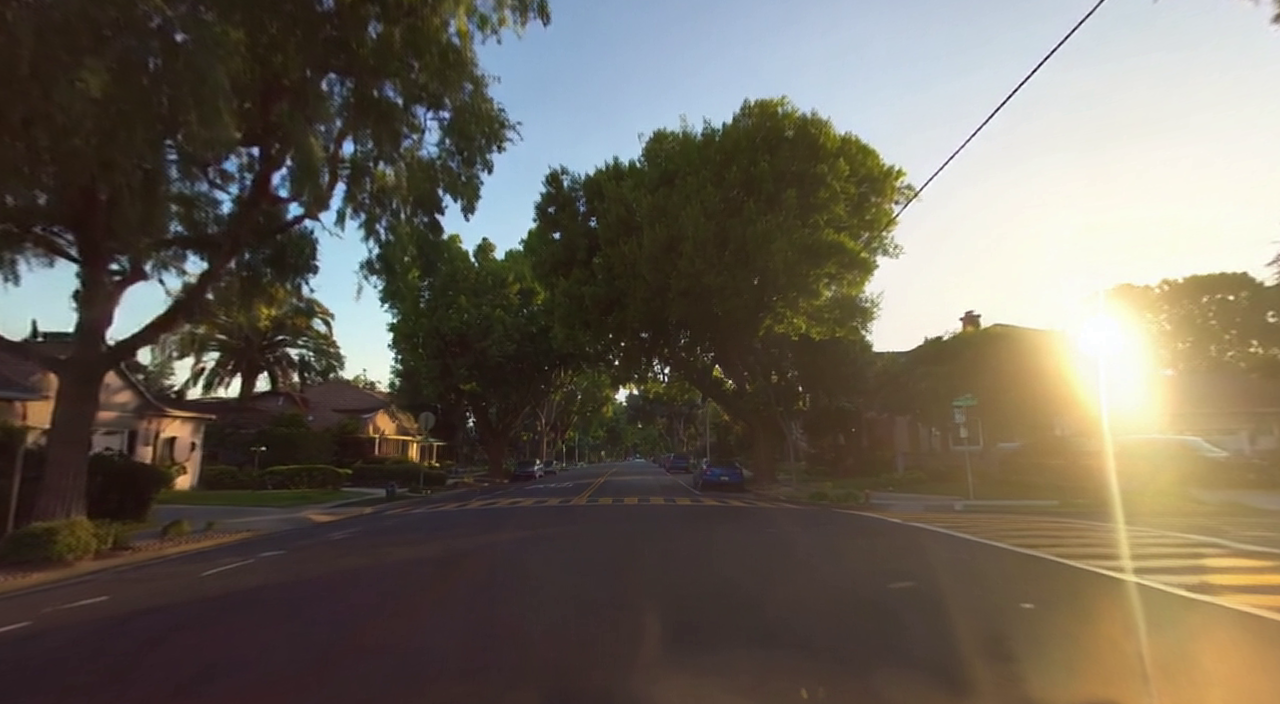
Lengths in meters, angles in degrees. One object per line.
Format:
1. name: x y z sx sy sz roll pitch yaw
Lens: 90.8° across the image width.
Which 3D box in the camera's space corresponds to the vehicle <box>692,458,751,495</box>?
1. vehicle: 3.627 5.652 28.993 1.961 1.472 4.434 0 -9 -2
